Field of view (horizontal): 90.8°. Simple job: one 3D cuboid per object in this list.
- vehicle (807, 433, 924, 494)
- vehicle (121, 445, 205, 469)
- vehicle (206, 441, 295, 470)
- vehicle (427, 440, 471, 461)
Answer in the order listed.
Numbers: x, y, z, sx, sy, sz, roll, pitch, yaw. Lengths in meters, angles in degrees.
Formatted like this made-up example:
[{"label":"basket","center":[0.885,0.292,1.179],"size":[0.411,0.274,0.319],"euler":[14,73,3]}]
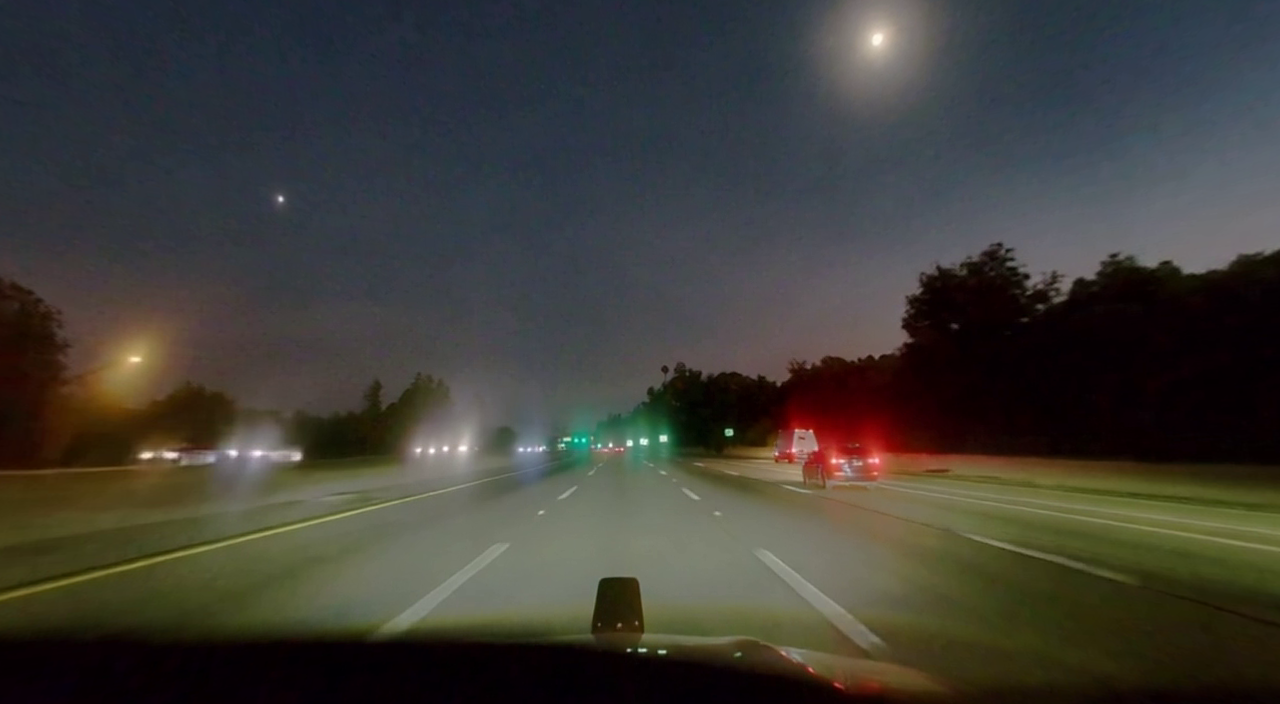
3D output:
[{"label":"vehicle","center":[6.864,3.431,19.757],"size":[2.081,1.705,3.926],"euler":[0,-9,-2]},{"label":"vehicle","center":[-29.832,6.568,39.714],"size":[1.808,1.445,4.514],"euler":[0,-9,-1]},{"label":"vehicle","center":[-21.374,5.713,34.956],"size":[1.932,1.492,4.771],"euler":[0,-9,-1]},{"label":"vehicle","center":[-14.909,7.737,49.568],"size":[2.089,1.559,4.558],"euler":[0,-9,-1]}]
